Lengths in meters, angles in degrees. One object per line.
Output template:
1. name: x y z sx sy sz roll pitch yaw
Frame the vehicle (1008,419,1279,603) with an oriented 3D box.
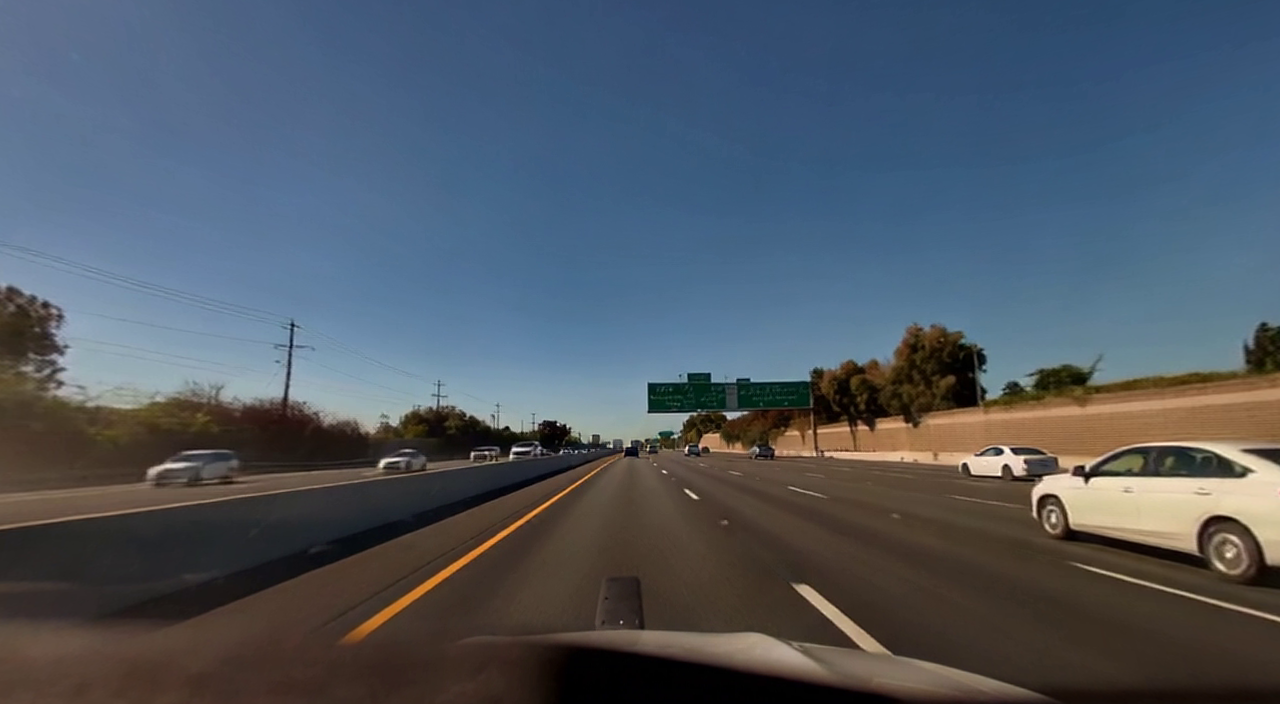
1. vehicle: 6.071 1.477 6.421 1.821 1.470 4.633 0 -8 0

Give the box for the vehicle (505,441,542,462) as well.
1. vehicle: -8.944 7.627 48.799 1.884 1.485 4.376 0 -8 1

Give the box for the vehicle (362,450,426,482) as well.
1. vehicle: -12.975 5.988 33.553 1.847 1.471 4.257 0 -8 -2

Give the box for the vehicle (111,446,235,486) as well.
1. vehicle: -21.593 5.250 29.527 2.042 1.678 4.775 0 -8 1
